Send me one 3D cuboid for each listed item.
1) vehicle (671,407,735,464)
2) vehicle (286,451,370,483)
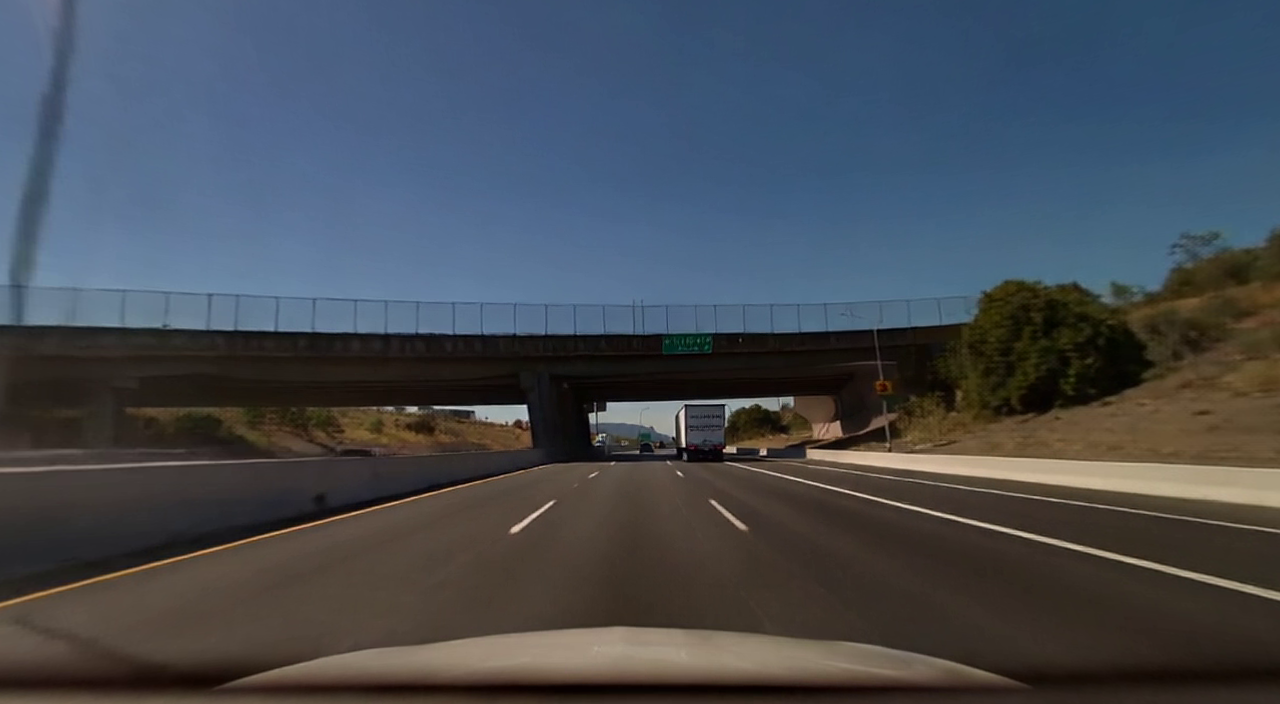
[{"bbox_3d":[4.244,6.068,45.416,3.306,3.531,11.717,0,-8,0],"label":"vehicle"},{"bbox_3d":[-16.785,6.173,34.154,2.105,1.492,4.603,-1,-8,1],"label":"vehicle"}]
